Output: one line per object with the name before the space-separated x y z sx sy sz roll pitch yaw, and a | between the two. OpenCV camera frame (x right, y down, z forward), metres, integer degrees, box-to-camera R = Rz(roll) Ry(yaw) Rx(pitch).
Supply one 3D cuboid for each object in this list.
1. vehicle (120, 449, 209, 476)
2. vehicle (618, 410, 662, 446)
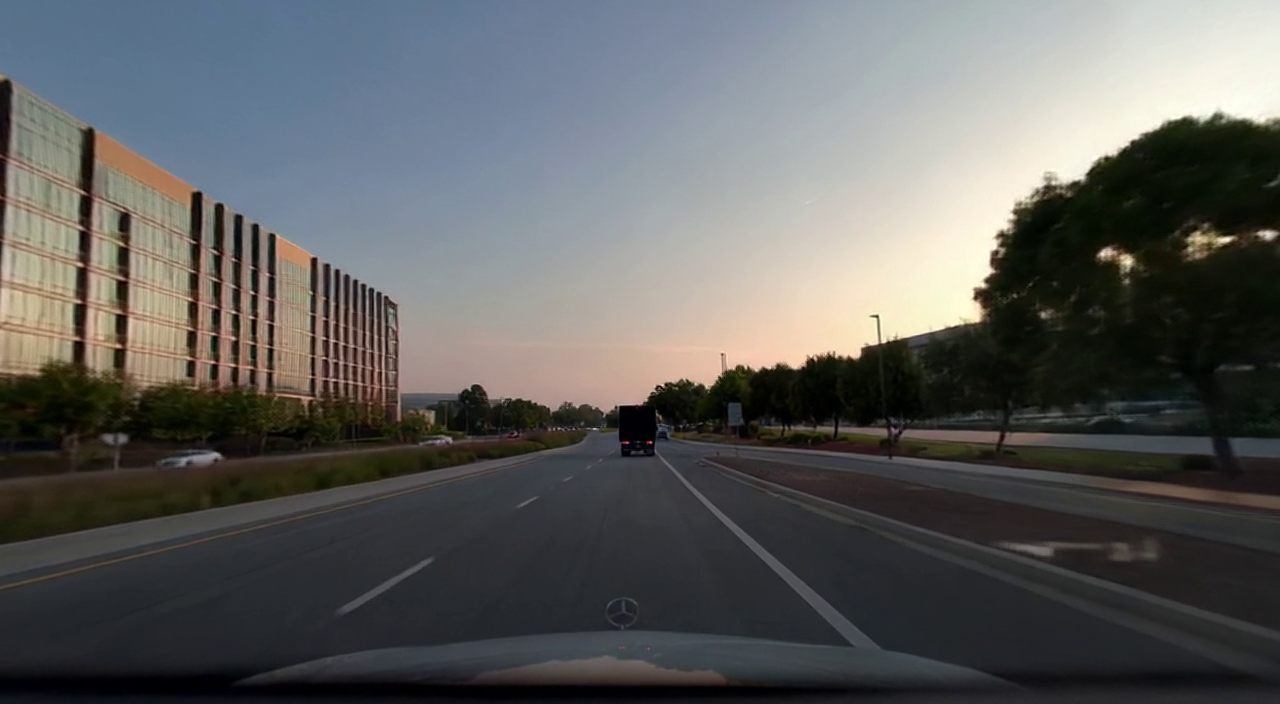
vehicle | -33.132 7.668 44.239 2.086 1.735 4.876 -1 -9 6
vehicle | -0.091 4.218 34.510 2.178 1.829 4.932 0 -9 -2
